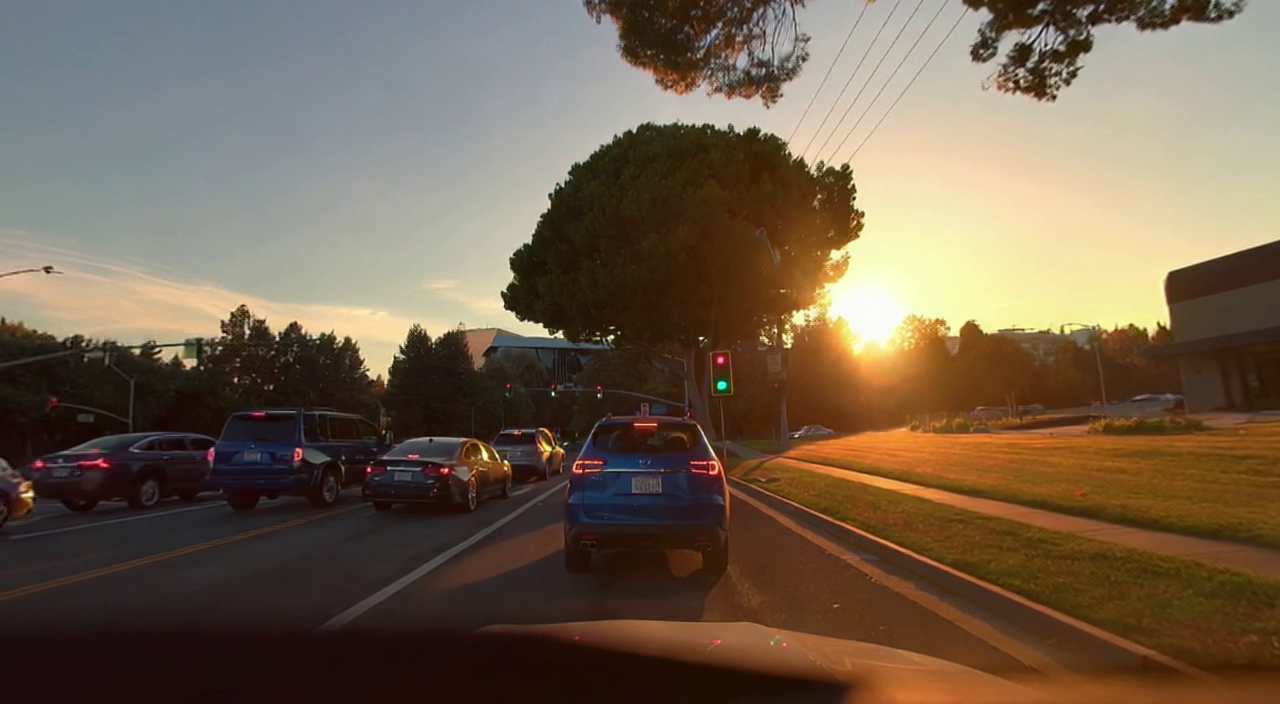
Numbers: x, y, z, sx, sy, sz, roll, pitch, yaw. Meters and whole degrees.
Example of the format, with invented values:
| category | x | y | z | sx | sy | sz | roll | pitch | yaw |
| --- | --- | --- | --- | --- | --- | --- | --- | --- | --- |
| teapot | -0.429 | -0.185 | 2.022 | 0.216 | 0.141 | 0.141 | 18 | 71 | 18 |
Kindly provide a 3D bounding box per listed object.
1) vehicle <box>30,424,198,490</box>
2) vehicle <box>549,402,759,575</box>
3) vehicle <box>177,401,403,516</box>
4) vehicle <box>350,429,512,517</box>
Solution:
| category | x | y | z | sx | sy | sz | roll | pitch | yaw |
| --- | --- | --- | --- | --- | --- | --- | --- | --- | --- |
| vehicle | -17.682 | 3.551 | 21.599 | 2.136 | 1.976 | 4.342 | 0 | -9 | -4 |
| vehicle | 0.106 | 1.663 | 8.407 | 2.055 | 1.681 | 4.270 | 0 | -9 | -1 |
| vehicle | -7.403 | 2.334 | 14.246 | 2.195 | 2.093 | 5.185 | 0 | -9 | -1 |
| vehicle | -4.088 | 2.441 | 13.215 | 1.942 | 1.523 | 4.212 | 0 | -9 | 0 |
